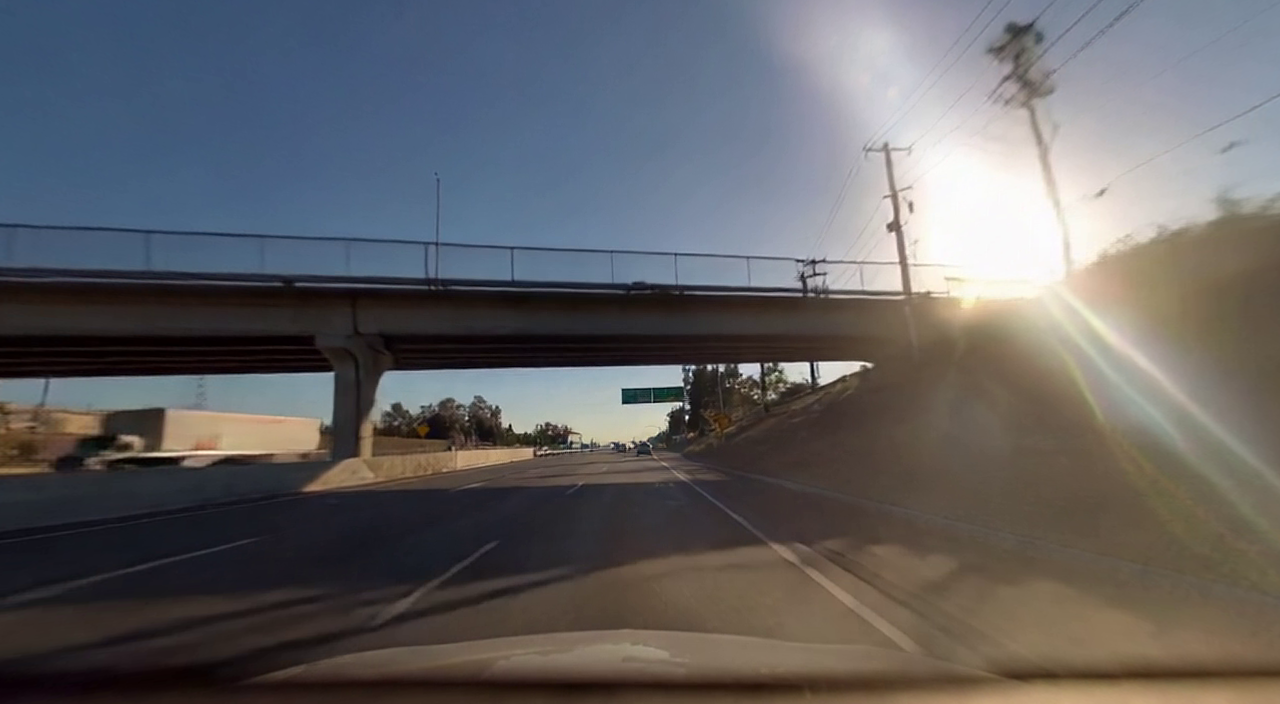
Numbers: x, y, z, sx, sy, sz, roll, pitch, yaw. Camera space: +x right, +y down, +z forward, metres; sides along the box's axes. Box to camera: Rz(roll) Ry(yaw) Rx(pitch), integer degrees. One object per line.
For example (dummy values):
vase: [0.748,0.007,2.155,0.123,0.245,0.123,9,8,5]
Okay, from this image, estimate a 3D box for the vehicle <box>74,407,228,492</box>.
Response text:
vehicle: [-24.879,5.013,32.550,2.975,3.919,5.951,0,-9,-1]
